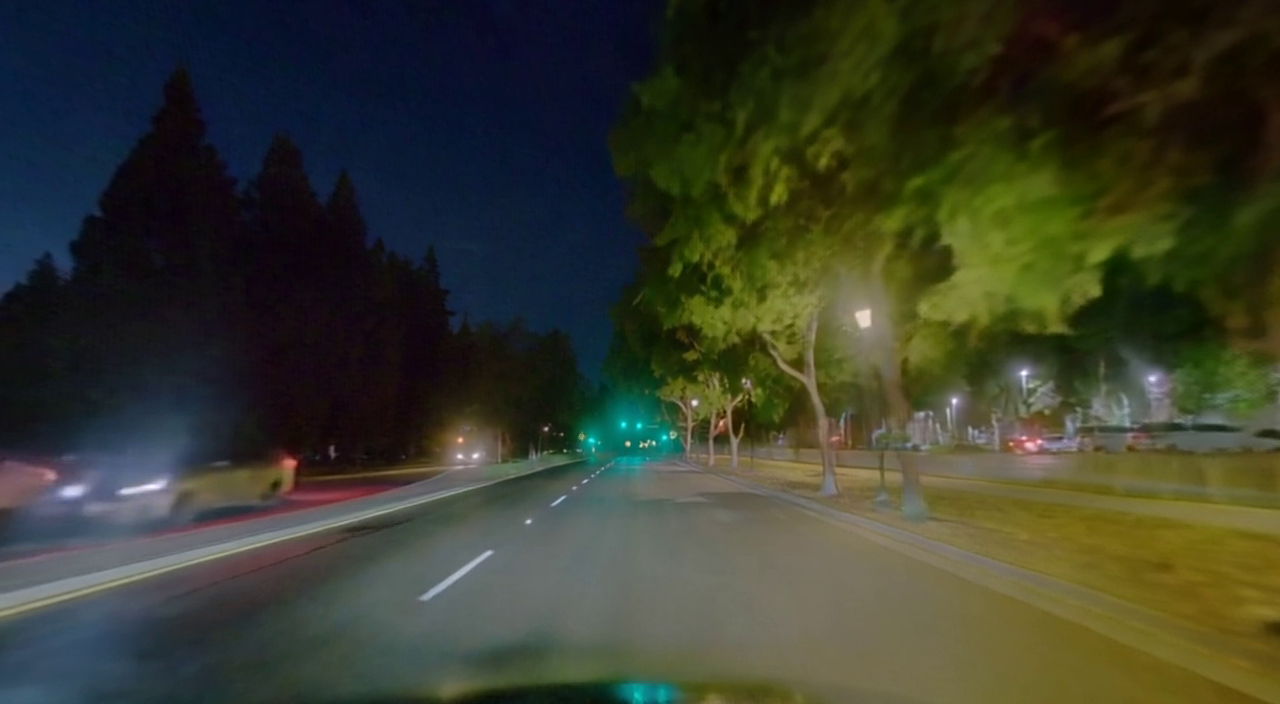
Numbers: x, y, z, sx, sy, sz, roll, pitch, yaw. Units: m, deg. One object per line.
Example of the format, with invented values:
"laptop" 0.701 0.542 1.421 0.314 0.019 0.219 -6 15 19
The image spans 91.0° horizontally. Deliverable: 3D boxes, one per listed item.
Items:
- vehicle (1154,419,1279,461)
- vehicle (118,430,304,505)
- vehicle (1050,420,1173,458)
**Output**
"vehicle" 25.381 3.822 27.216 4.393 1.717 2.010 0 -9 1
"vehicle" -11.848 3.208 17.888 2.146 1.847 4.437 0 -8 0
"vehicle" 24.843 4.624 33.300 4.814 1.804 1.980 -1 -9 -1
